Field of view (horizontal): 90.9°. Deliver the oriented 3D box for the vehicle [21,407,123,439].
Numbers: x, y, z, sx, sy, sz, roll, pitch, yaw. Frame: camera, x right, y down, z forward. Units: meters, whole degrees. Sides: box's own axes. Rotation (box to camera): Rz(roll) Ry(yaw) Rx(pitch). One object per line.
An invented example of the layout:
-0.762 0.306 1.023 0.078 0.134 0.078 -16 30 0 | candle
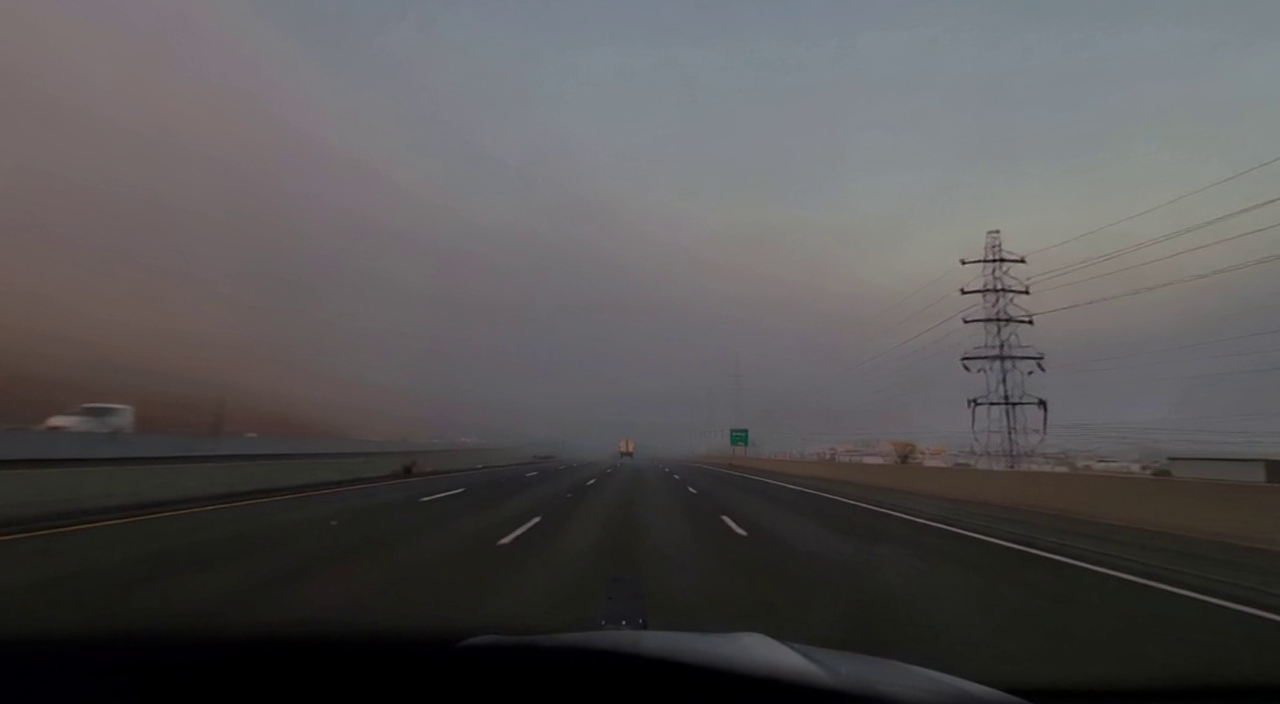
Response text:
-31.011 3.944 34.620 1.801 1.555 4.217 0 -9 -3 | vehicle
